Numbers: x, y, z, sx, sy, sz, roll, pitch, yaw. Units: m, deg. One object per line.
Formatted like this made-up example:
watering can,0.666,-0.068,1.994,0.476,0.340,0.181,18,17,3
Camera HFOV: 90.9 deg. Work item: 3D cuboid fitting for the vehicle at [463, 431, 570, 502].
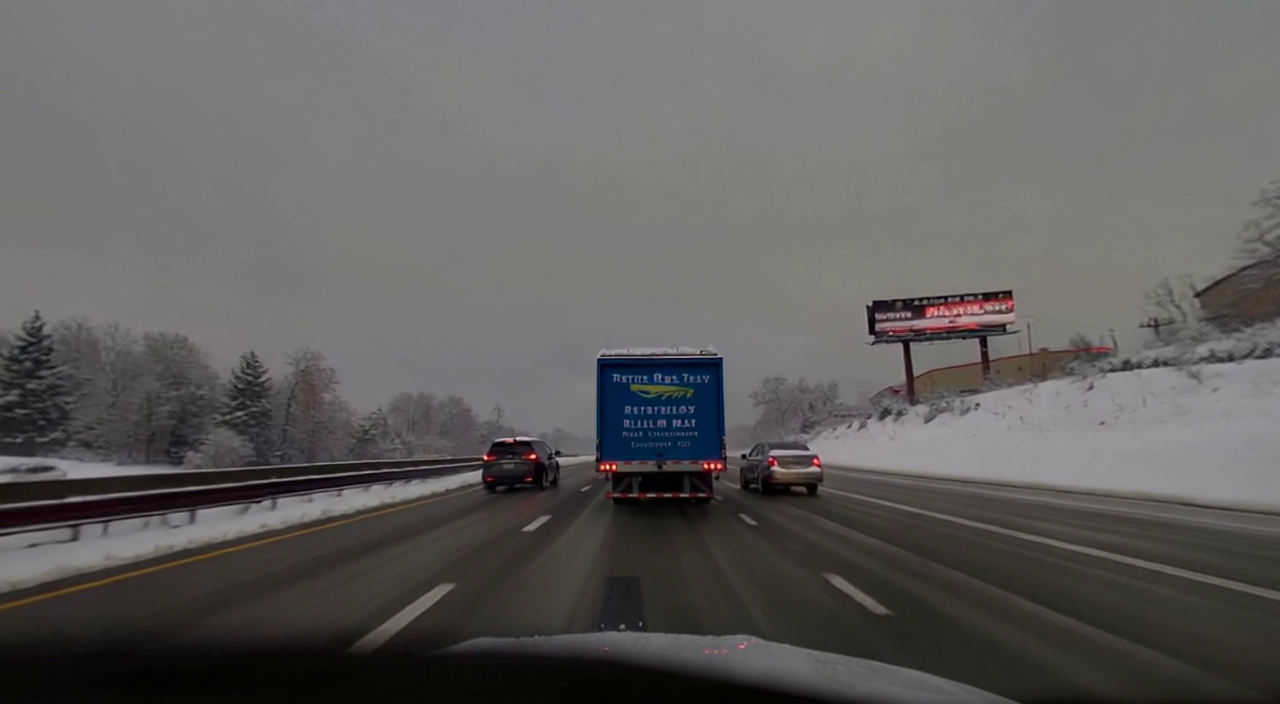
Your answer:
vehicle,-3.359,3.202,18.107,2.030,1.757,4.509,0,-8,2

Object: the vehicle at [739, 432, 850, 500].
vehicle,4.219,3.183,18.044,2.066,1.692,4.339,0,-8,0

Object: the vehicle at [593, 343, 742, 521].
vehicle,0.588,2.090,16.053,2.733,3.296,8.571,0,-8,1

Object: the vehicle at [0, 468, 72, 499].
vehicle,-34.928,7.331,35.156,1.786,1.506,4.667,-2,-9,8
